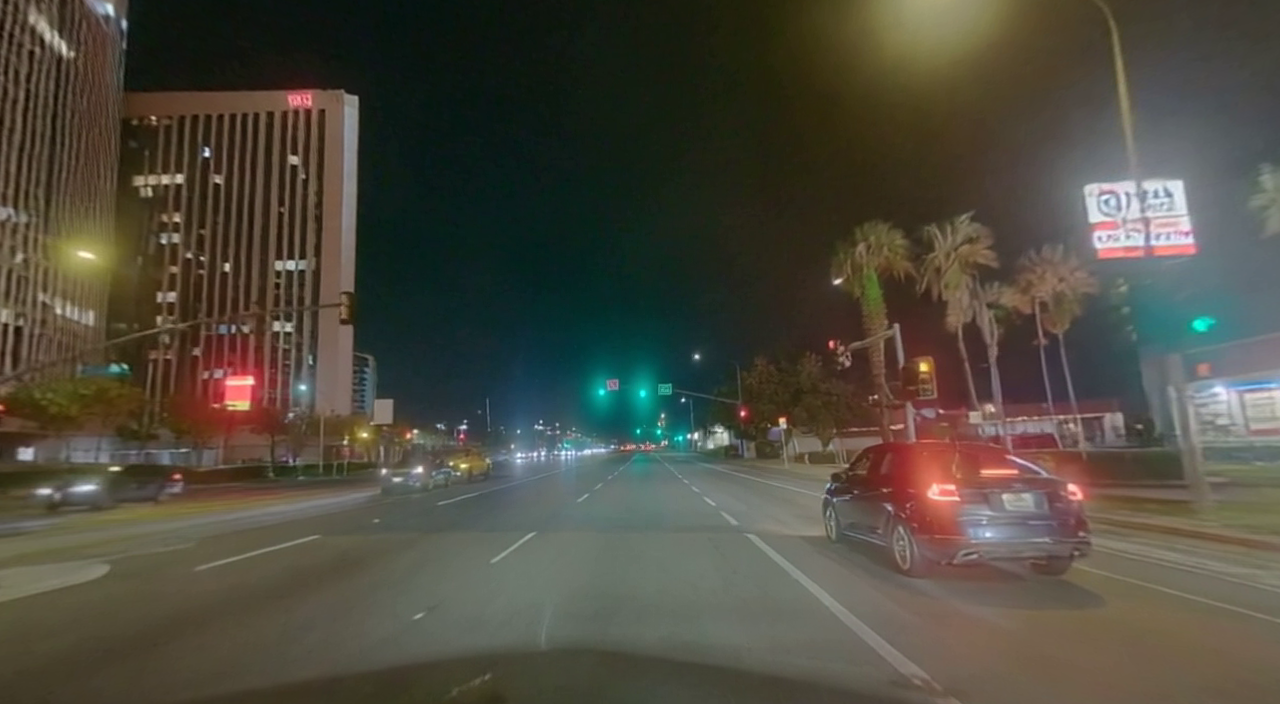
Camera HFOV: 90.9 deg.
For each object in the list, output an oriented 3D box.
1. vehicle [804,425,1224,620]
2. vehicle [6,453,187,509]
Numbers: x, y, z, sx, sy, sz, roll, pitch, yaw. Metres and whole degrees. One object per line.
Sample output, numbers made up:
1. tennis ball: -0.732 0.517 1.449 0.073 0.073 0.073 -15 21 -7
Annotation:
1. vehicle: 3.501 1.662 7.283 1.870 1.467 4.800 0 -8 -1
2. vehicle: -18.186 4.289 21.507 1.899 1.615 4.784 0 -8 0
